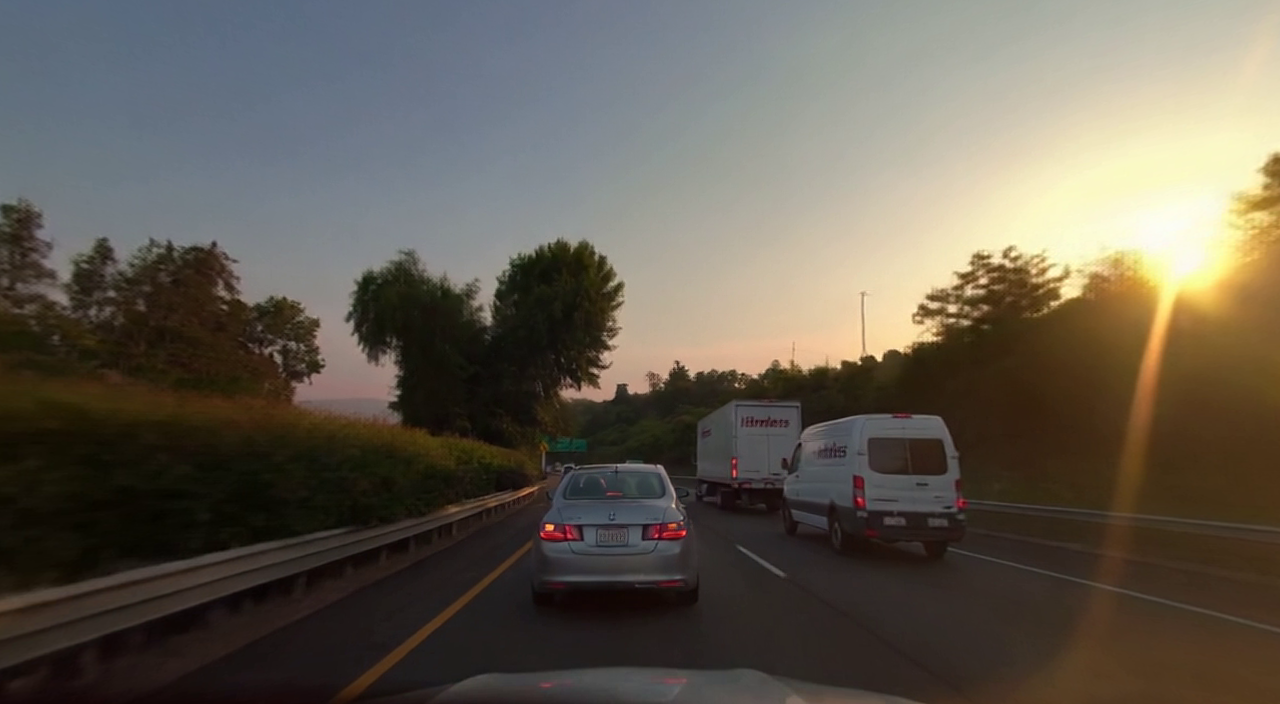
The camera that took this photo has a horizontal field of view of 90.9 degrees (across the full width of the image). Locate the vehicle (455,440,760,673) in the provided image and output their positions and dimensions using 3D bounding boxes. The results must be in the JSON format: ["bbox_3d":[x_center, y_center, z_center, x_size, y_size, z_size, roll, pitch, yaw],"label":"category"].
[{"bbox_3d":[-0.248,1.668,5.906,1.980,1.493,3.410,1,-11,-2],"label":"vehicle"}]

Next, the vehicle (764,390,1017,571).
[{"bbox_3d":[4.080,2.314,11.689,2.328,2.537,5.290,1,-11,-2],"label":"vehicle"}]
